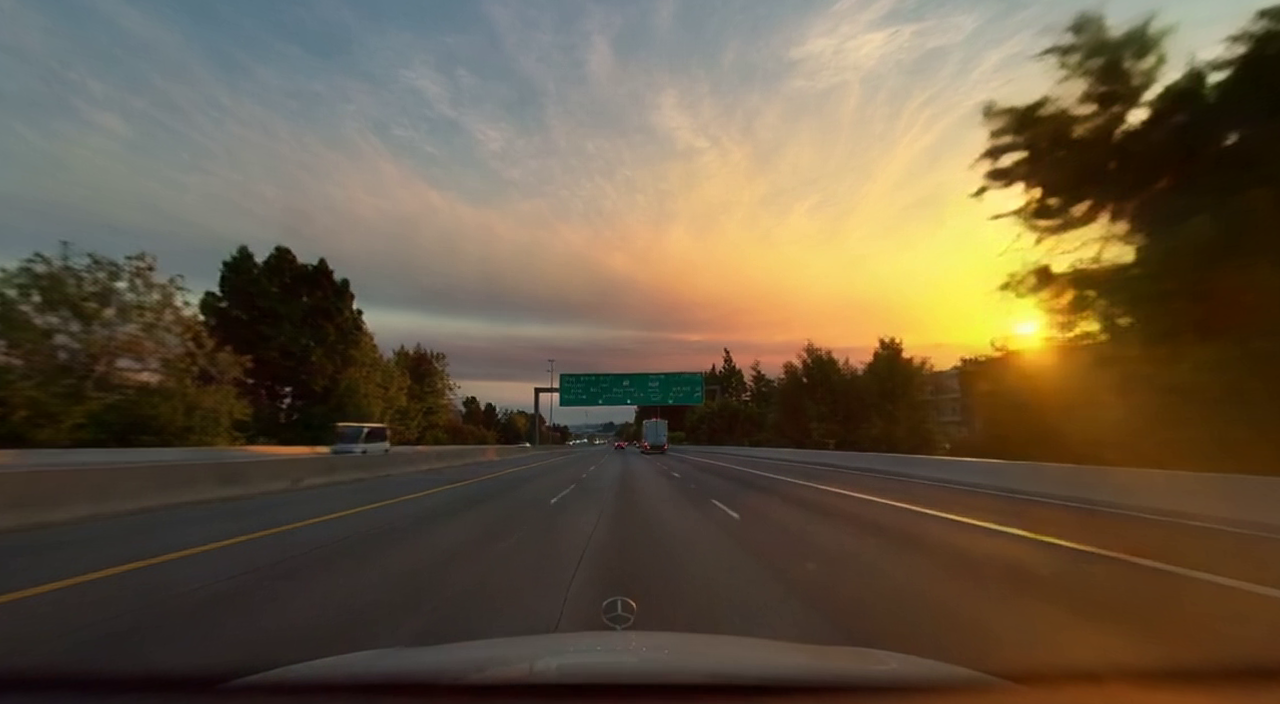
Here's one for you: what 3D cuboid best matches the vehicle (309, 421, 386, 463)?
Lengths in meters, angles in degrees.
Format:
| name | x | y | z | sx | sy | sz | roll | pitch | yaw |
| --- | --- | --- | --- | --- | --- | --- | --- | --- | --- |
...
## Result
| name | x | y | z | sx | sy | sz | roll | pitch | yaw |
| --- | --- | --- | --- | --- | --- | --- | --- | --- | --- |
| vehicle | -22.140 | 6.875 | 48.046 | 2.695 | 2.900 | 6.894 | 0 | -8 | -2 |
